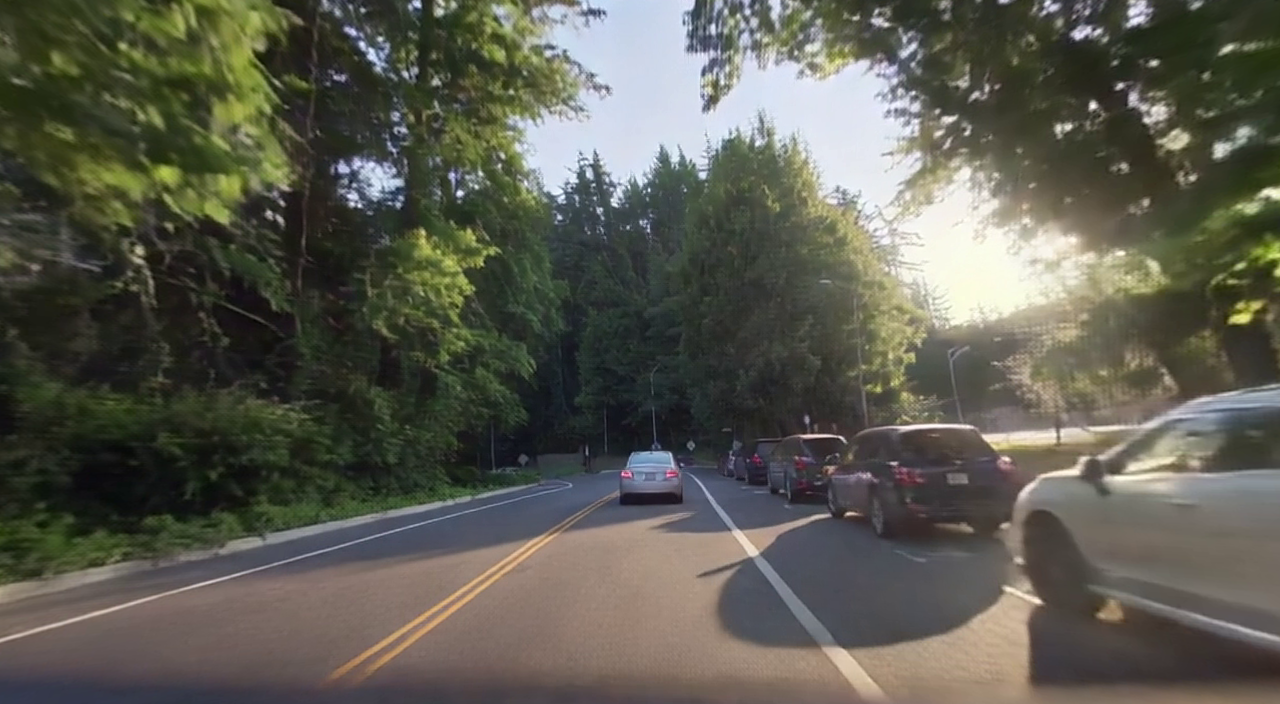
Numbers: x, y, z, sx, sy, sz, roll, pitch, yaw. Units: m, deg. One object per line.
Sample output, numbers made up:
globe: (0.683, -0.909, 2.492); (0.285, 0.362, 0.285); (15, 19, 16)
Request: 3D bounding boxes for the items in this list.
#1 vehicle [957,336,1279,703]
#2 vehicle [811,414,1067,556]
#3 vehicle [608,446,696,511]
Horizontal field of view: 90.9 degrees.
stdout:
vehicle: (3.932, 0.915, 3.337); (2.066, 1.804, 4.751); (0, -9, 1)
vehicle: (4.337, 2.007, 10.163); (1.969, 1.738, 4.515); (0, -9, 1)
vehicle: (0.335, 3.317, 17.043); (2.078, 1.521, 4.058); (0, -9, 2)
